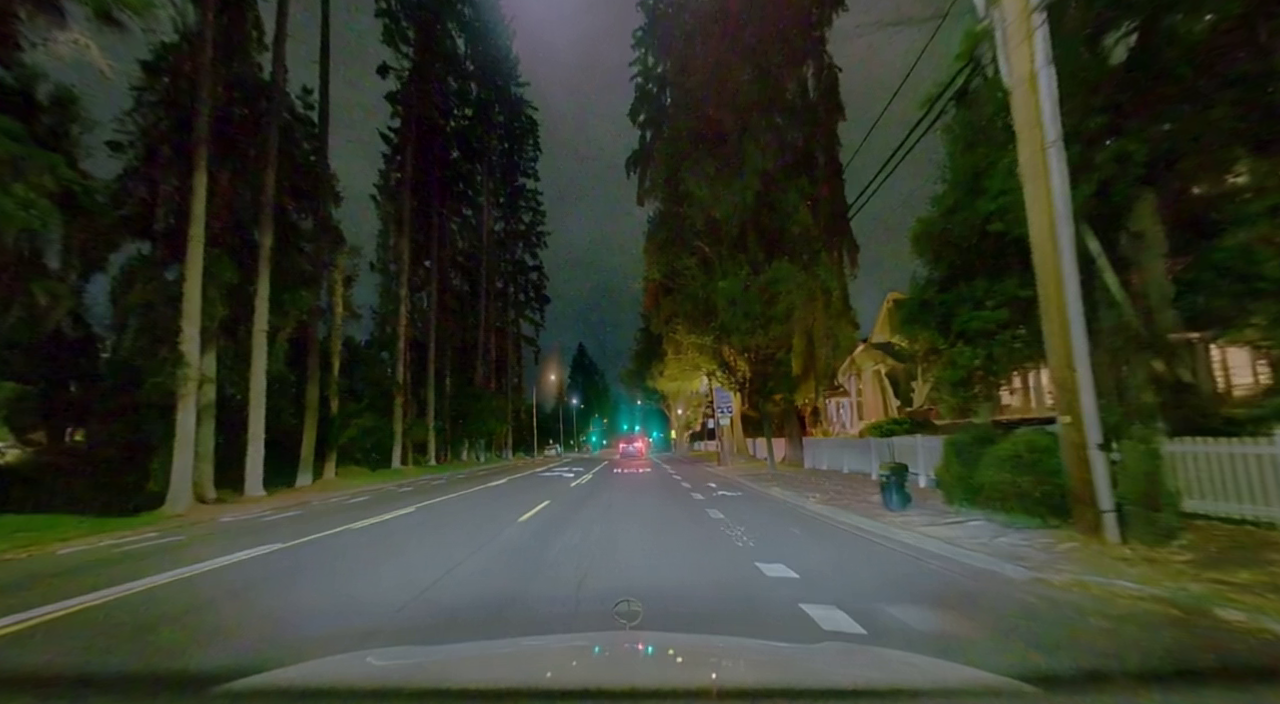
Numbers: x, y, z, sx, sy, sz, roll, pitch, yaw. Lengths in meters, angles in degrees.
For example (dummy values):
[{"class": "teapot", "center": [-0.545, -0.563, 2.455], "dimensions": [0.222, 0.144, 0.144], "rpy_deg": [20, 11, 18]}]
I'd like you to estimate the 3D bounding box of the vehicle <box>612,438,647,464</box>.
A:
[{"class": "vehicle", "center": [-0.686, 6.239, 39.927], "dimensions": [2.104, 1.500, 3.815], "rpy_deg": [0, -8, -1]}]
